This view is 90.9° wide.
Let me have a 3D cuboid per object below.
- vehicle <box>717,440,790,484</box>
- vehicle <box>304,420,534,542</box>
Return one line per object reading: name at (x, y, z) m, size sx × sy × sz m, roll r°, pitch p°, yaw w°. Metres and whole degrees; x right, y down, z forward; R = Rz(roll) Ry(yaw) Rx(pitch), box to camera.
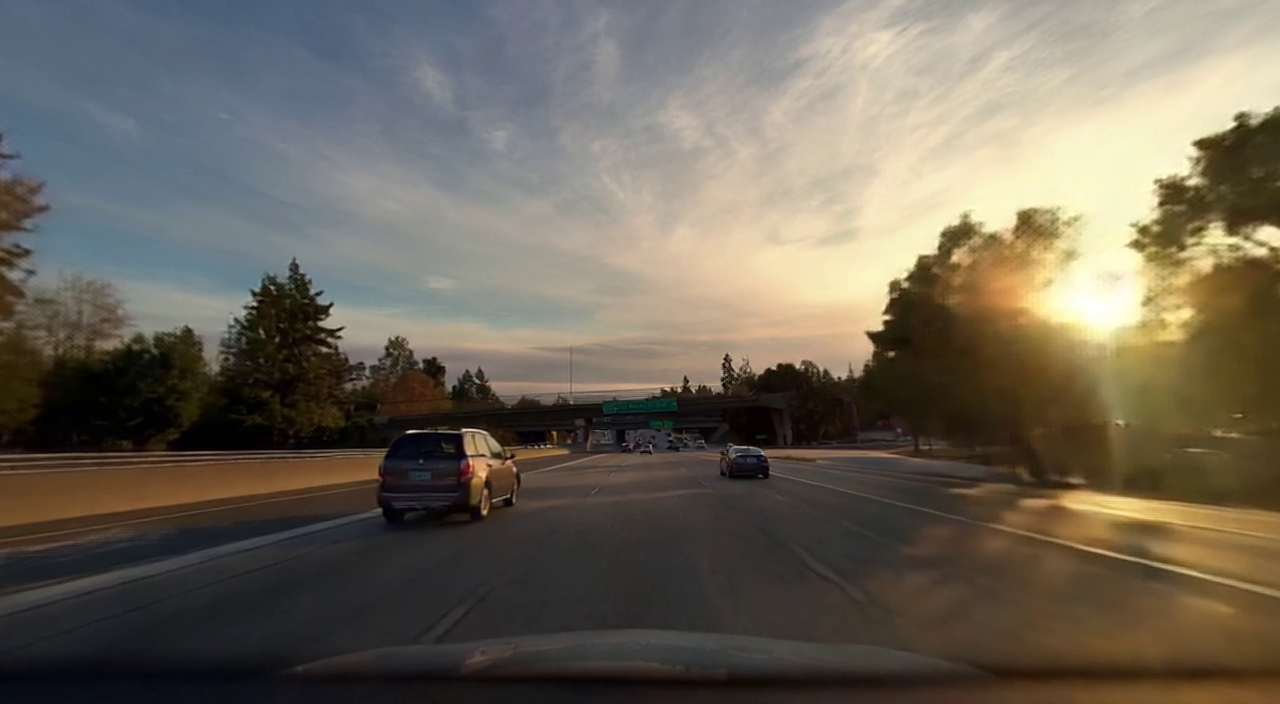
vehicle at (4.179, 4.117, 23.910) m, size 1.908 × 1.483 × 4.259 m, roll 0°, pitch -8°, yaw -1°
vehicle at (-3.569, 2.195, 11.478) m, size 2.259 × 1.706 × 4.924 m, roll 0°, pitch -8°, yaw 2°
